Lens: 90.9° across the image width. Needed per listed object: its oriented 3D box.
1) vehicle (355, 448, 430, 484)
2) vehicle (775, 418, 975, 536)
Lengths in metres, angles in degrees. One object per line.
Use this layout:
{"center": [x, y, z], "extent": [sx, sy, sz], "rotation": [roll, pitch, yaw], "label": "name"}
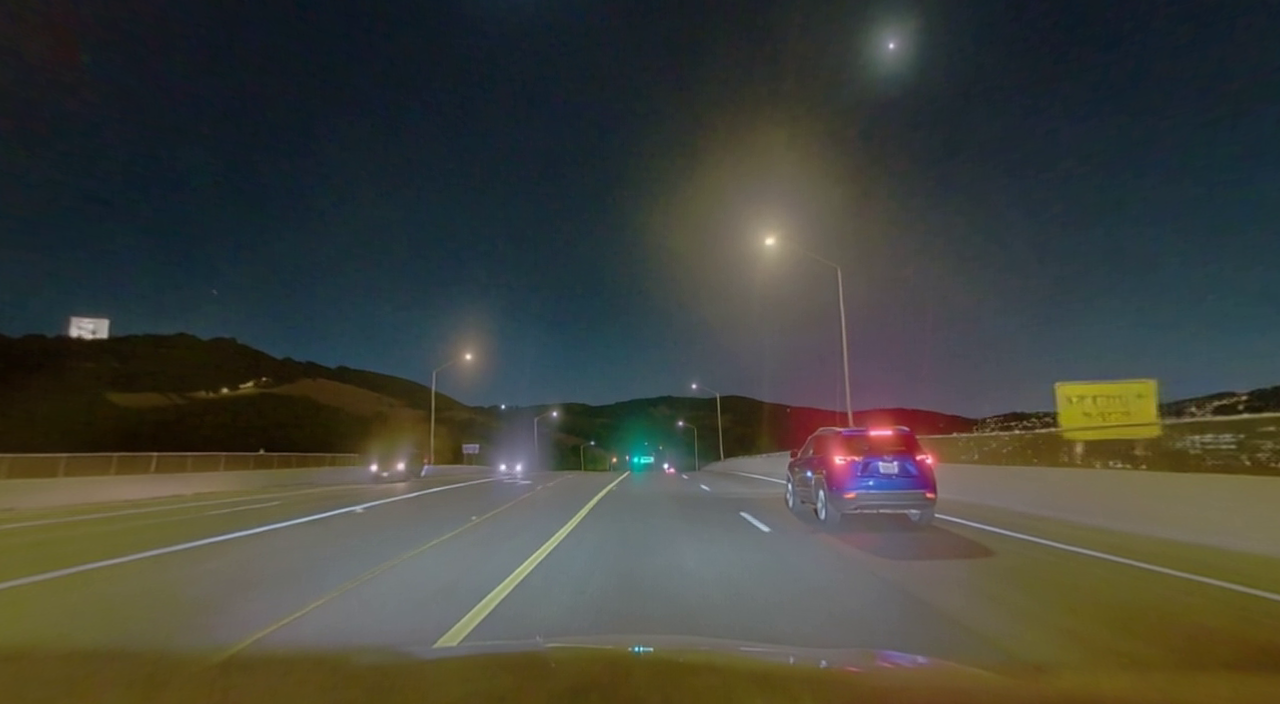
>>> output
{"center": [-13.779, 6.342, 35.490], "extent": [2.148, 1.850, 4.835], "rotation": [0, -8, 1], "label": "vehicle"}
{"center": [3.938, 2.160, 11.536], "extent": [1.989, 1.730, 4.324], "rotation": [0, -8, 0], "label": "vehicle"}
